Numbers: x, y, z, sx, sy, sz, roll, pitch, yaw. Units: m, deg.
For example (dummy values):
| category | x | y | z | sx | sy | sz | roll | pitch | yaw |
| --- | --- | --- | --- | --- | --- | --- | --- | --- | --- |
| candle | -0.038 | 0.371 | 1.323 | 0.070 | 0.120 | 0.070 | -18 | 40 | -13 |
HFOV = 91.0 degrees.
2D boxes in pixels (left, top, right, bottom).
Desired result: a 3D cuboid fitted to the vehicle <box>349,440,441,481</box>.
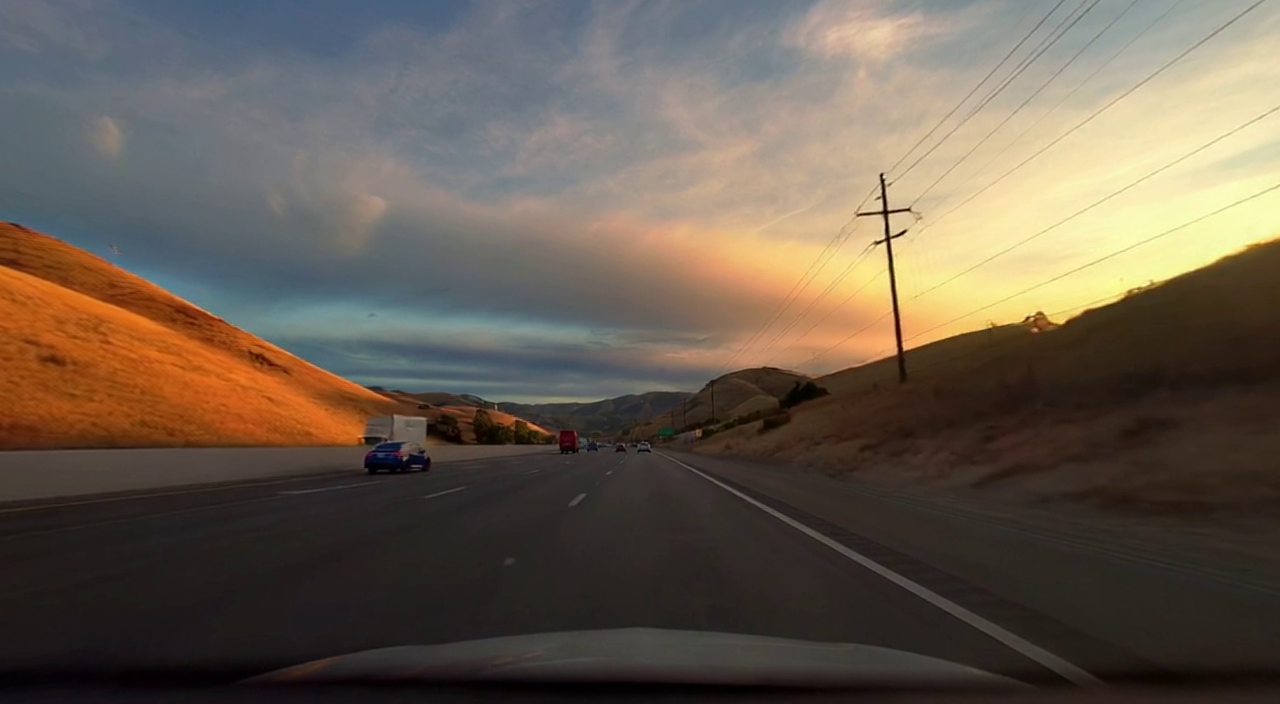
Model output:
| category | x | y | z | sx | sy | sz | roll | pitch | yaw |
| --- | --- | --- | --- | --- | --- | --- | --- | --- | --- |
| vehicle | -10.349 | 4.607 | 27.057 | 1.971 | 1.558 | 4.847 | 0 | -8 | 0 |
